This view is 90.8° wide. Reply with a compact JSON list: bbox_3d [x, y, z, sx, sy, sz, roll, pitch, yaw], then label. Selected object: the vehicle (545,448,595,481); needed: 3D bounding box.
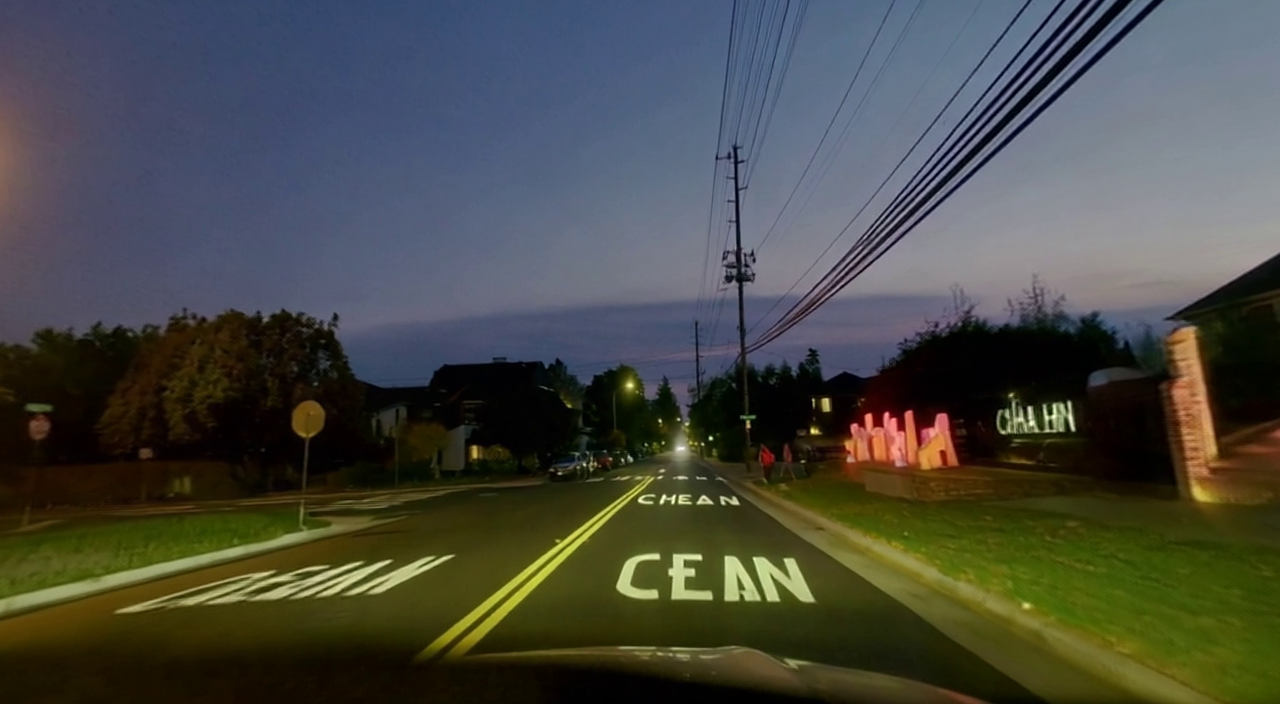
[{"bbox_3d":[-4.062,6.645,37.538,2.203,1.787,4.704,-1,-8,3],"label":"vehicle"}]
